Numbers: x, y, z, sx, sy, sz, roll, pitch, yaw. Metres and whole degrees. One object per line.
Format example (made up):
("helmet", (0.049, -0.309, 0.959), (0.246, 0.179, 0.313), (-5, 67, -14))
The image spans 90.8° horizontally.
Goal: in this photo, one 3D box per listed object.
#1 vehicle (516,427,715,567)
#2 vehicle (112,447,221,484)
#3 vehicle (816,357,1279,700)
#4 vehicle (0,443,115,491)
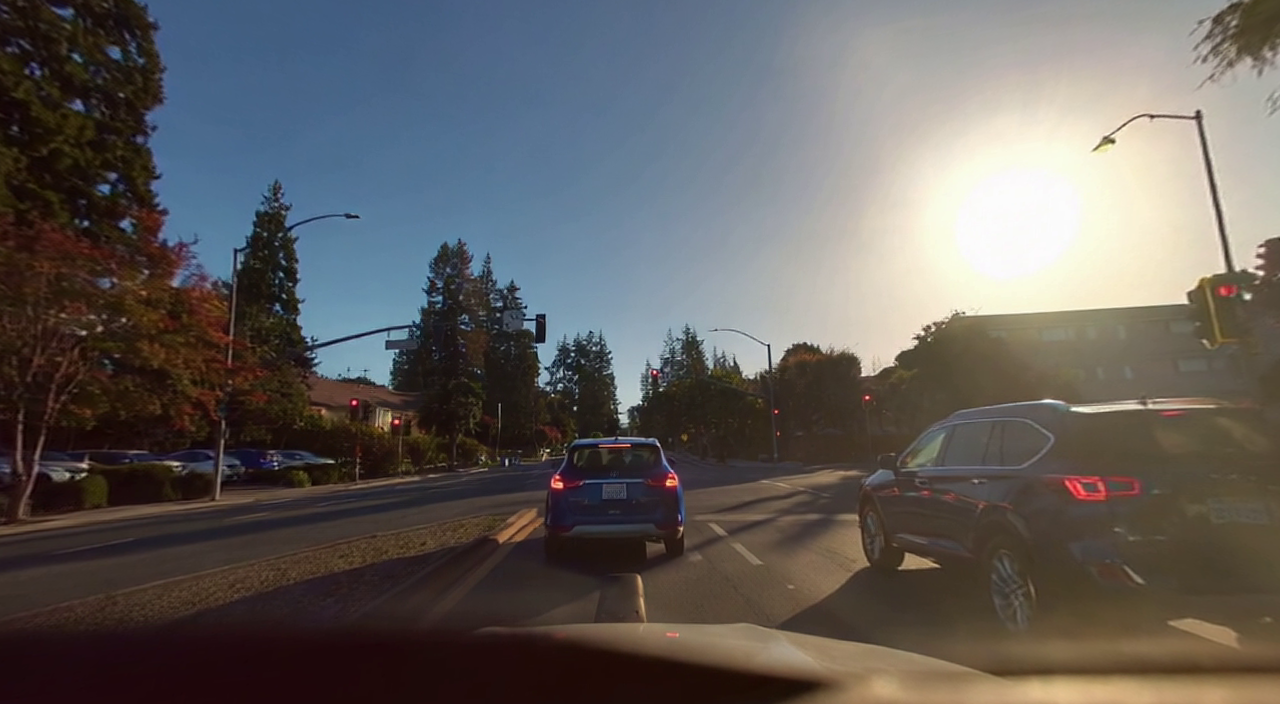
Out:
("vehicle", (-0.302, 1.951, 9.364), (2.177, 1.512, 4.682), (0, -8, -1))
("vehicle", (-28.581, 6.825, 38.388), (4.943, 2.110, 2.217), (5, -10, -32))
("vehicle", (3.197, 1.226, 5.518), (2.046, 1.768, 4.370), (0, -9, 0))
("vehicle", (-28.454, 5.379, 29.850), (5.119, 2.119, 2.199), (5, -10, -31))
